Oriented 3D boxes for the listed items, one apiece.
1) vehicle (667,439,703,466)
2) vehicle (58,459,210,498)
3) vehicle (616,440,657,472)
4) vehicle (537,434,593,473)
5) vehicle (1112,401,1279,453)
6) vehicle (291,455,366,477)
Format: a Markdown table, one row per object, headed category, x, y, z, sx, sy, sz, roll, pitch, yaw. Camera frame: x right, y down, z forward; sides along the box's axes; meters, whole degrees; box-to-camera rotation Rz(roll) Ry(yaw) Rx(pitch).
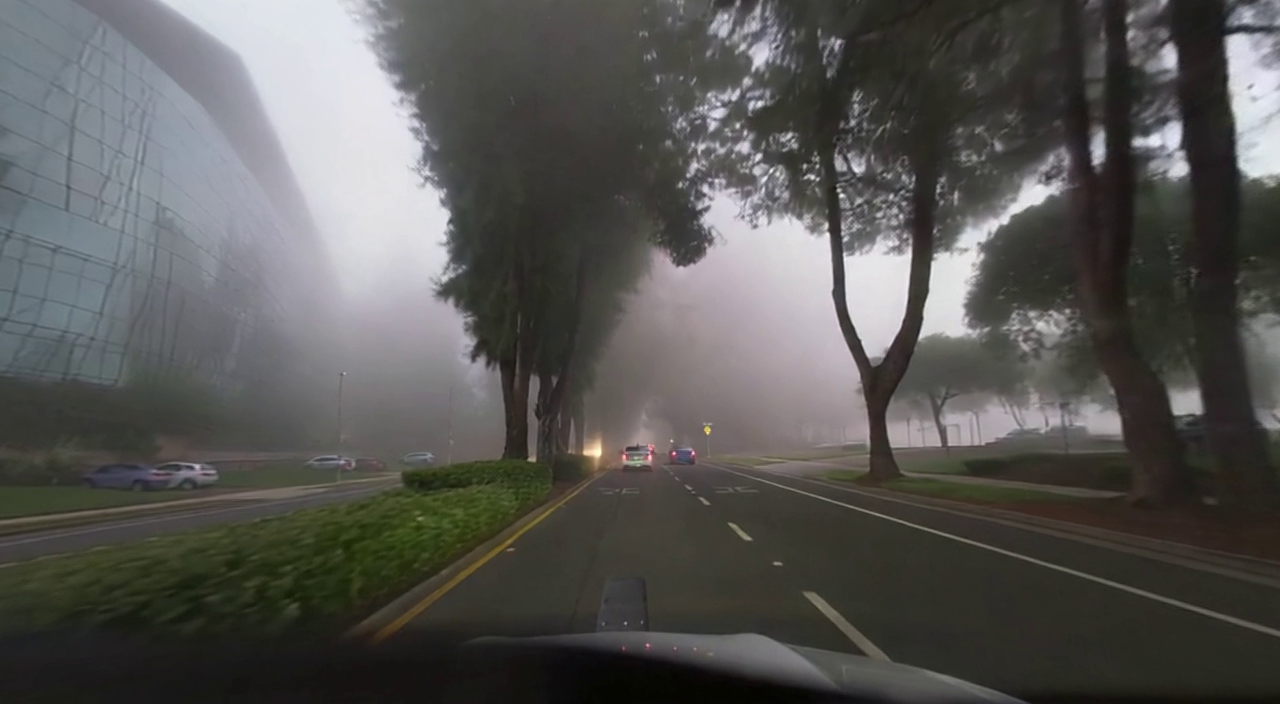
| category | x | y | z | sx | sy | sz | roll | pitch | yaw |
| --- | --- | --- | --- | --- | --- | --- | --- | --- | --- |
| vehicle | 3.176 | 7.201 | 45.284 | 2.189 | 1.766 | 4.495 | 0 | -9 | 0 |
| vehicle | -21.177 | 5.294 | 26.561 | 4.568 | 1.497 | 1.902 | 1 | -9 | -7 |
| vehicle | -0.178 | 5.584 | 33.978 | 2.109 | 1.612 | 3.963 | 0 | -9 | 0 |
| vehicle | -3.984 | 5.522 | 34.394 | 2.301 | 1.946 | 5.199 | 0 | -9 | 1 |
| vehicle | 20.739 | 2.791 | 23.344 | 4.632 | 1.582 | 2.071 | -4 | -8 | 4 |
| vehicle | -22.084 | 8.096 | 44.862 | 4.243 | 1.478 | 2.035 | 1 | -9 | -5 |
